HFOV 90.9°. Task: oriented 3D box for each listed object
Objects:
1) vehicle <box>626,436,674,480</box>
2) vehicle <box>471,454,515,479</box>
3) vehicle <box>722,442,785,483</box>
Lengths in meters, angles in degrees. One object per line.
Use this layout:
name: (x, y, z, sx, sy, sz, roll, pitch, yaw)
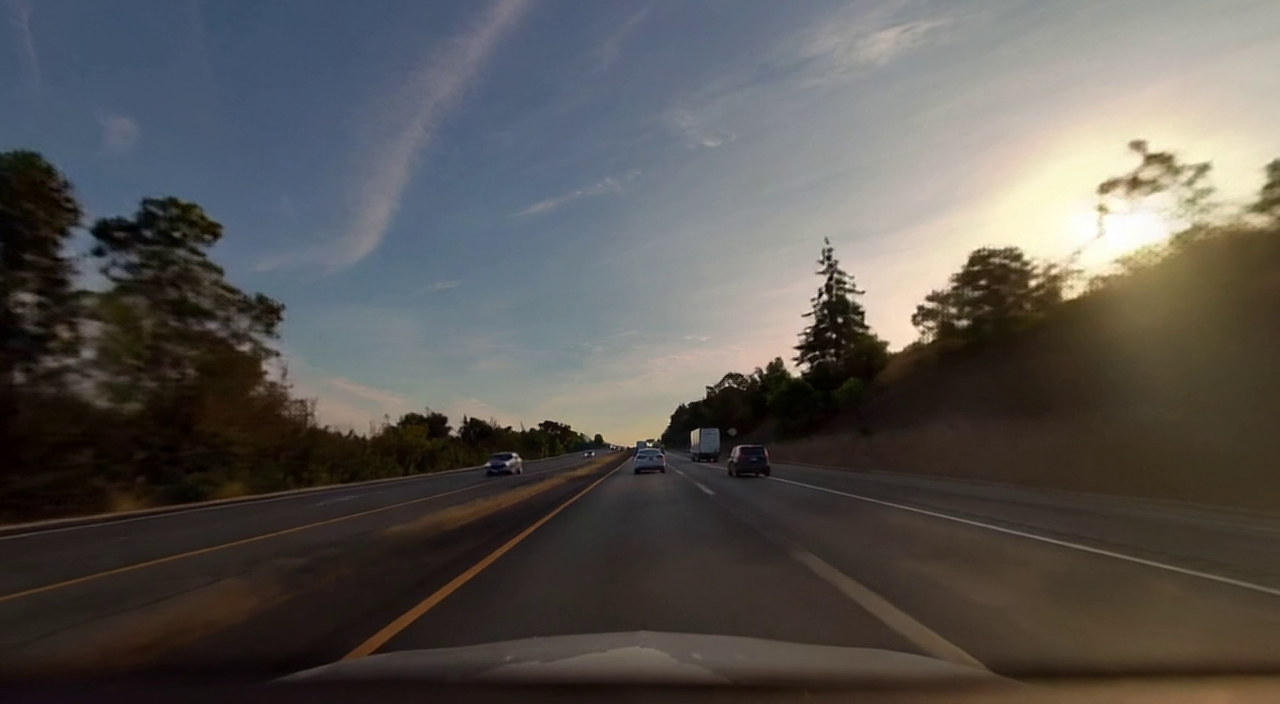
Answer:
vehicle: (0.446, 5.039, 30.209, 2.143, 1.925, 4.101, 0, -9, 0)
vehicle: (-9.488, 7.407, 41.064, 1.827, 1.488, 4.455, 0, -9, 0)
vehicle: (4.598, 4.547, 26.120, 1.868, 1.566, 3.509, 0, -9, -1)
